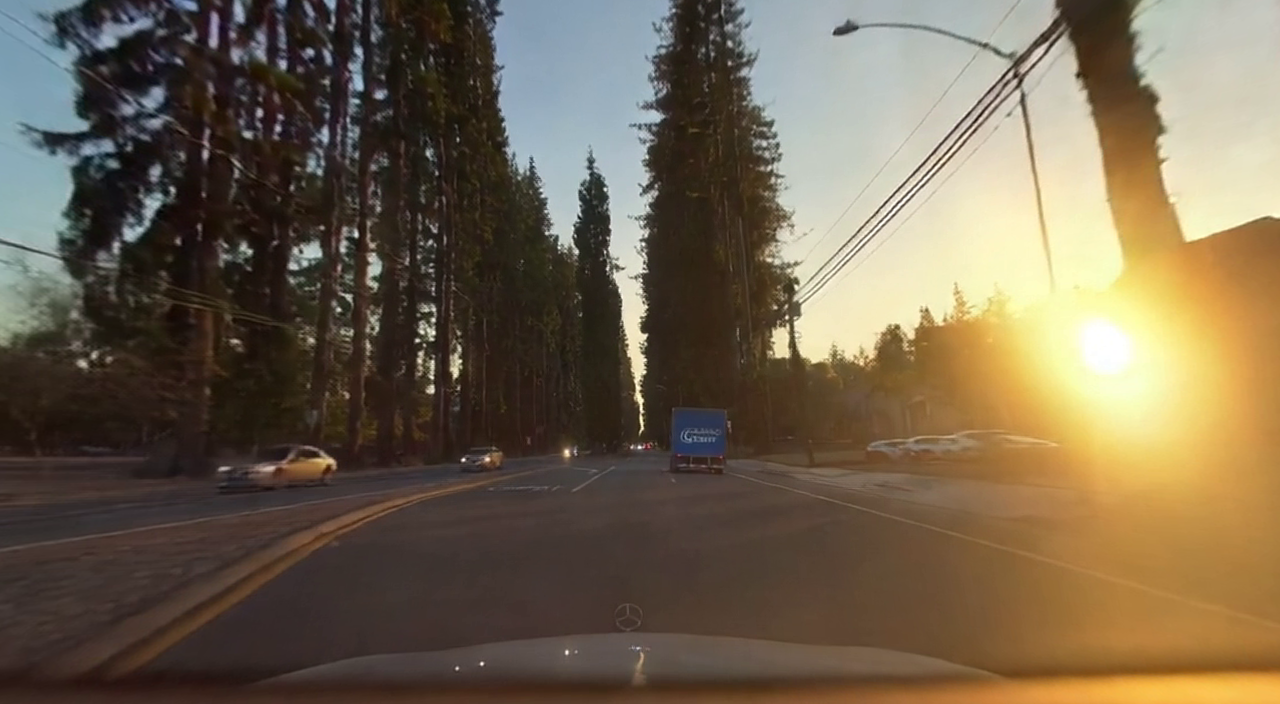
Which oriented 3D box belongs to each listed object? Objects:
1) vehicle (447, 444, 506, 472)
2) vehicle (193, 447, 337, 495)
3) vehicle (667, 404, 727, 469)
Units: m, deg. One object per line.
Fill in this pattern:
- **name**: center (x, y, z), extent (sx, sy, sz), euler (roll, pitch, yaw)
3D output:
- **vehicle**: center (-8.981, 5.867, 34.936), extent (2.011, 1.460, 4.420), euler (0, -8, 1)
- **vehicle**: center (-11.951, 3.773, 20.392), extent (1.973, 1.368, 4.253), euler (0, -8, 1)
- **vehicle**: center (3.632, 5.725, 42.273), extent (2.973, 3.848, 9.336), euler (0, -8, -1)
